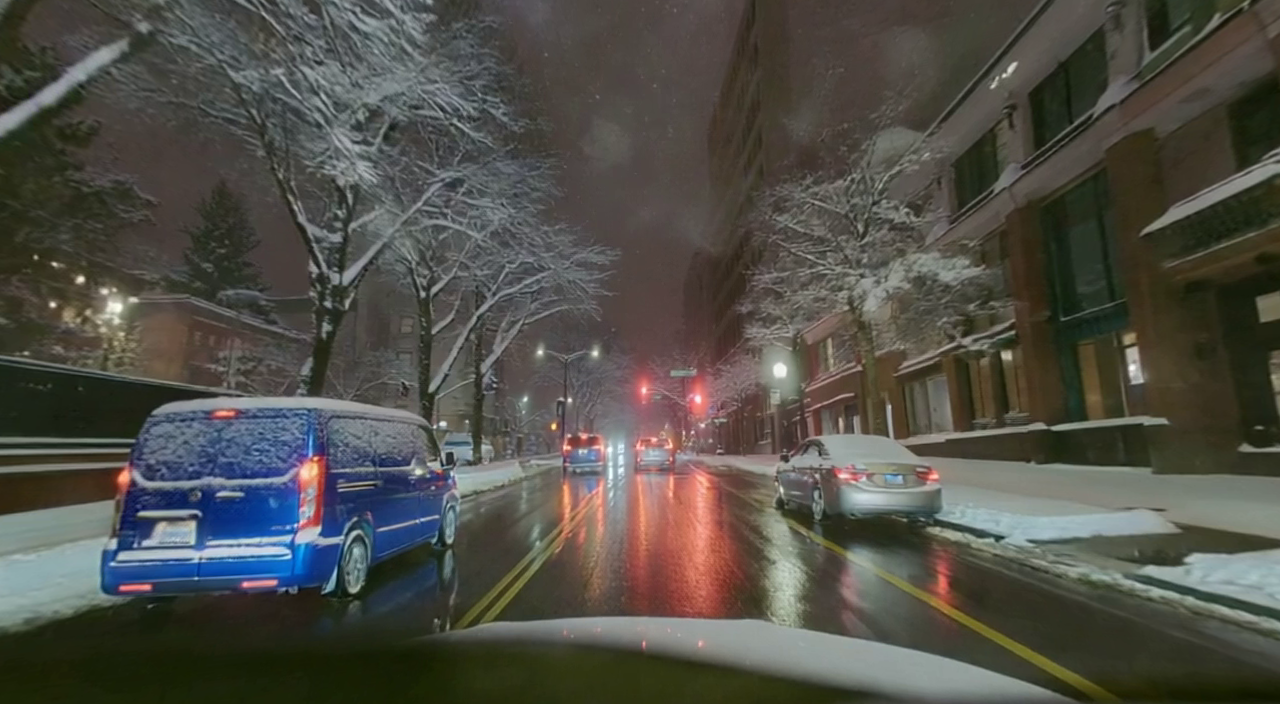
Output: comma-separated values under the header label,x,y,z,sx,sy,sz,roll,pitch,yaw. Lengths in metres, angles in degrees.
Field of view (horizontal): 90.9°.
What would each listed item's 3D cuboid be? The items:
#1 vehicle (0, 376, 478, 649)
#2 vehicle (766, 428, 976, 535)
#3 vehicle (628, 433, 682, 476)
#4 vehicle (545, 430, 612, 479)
label,x,y,z,sx,sy,sz,roll,pitch,yaw
vehicle,-3.055,1.295,5.983,1.940,1.722,3.823,0,-8,1
vehicle,3.662,2.136,11.036,2.067,1.479,4.409,0,-8,1
vehicle,0.650,4.484,27.783,2.205,1.727,3.917,0,-8,1
vehicle,-2.376,4.135,25.604,2.124,1.799,4.587,0,-8,2
